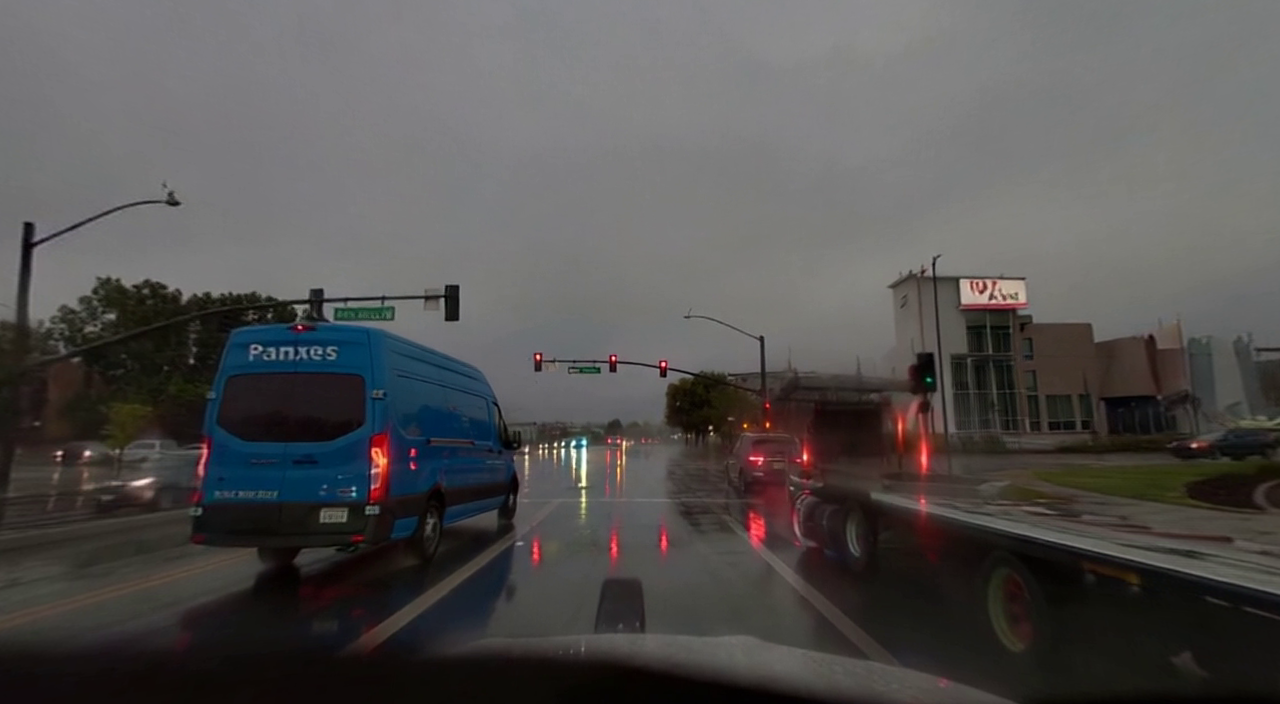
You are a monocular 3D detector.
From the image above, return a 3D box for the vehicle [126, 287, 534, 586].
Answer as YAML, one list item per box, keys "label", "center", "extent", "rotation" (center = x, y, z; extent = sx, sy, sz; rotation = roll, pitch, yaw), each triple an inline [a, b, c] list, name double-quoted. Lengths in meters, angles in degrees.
- label: "vehicle"
  center: [-3.413, 1.243, 9.172]
  extent: [2.443, 2.784, 6.493]
  rotation: [0, -9, 1]

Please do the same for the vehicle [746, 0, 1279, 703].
- label: "vehicle"
  center: [3.183, 0.231, 5.081]
  extent: [2.861, 3.525, 9.858]
  rotation: [0, -9, 0]
